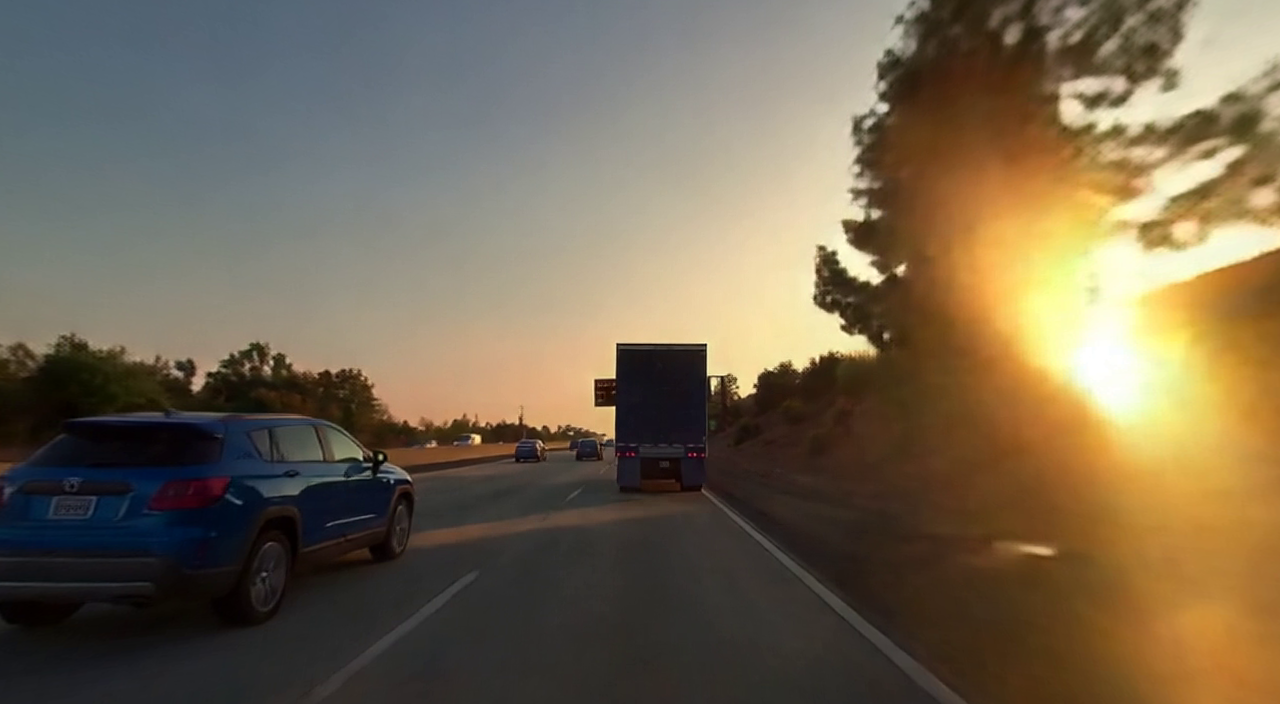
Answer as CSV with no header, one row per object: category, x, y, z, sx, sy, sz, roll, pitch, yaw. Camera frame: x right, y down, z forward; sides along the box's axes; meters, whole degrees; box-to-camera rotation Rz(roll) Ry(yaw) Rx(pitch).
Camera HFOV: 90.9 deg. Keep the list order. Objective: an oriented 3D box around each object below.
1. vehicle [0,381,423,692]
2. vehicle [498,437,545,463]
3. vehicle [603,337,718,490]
vehicle,-3.760,1.309,5.610,2.077,1.671,4.249,0,-8,1
vehicle,-6.991,5.846,37.619,1.882,1.451,4.416,0,-8,1
vehicle,0.492,2.305,21.206,2.870,3.841,10.653,0,-8,0
